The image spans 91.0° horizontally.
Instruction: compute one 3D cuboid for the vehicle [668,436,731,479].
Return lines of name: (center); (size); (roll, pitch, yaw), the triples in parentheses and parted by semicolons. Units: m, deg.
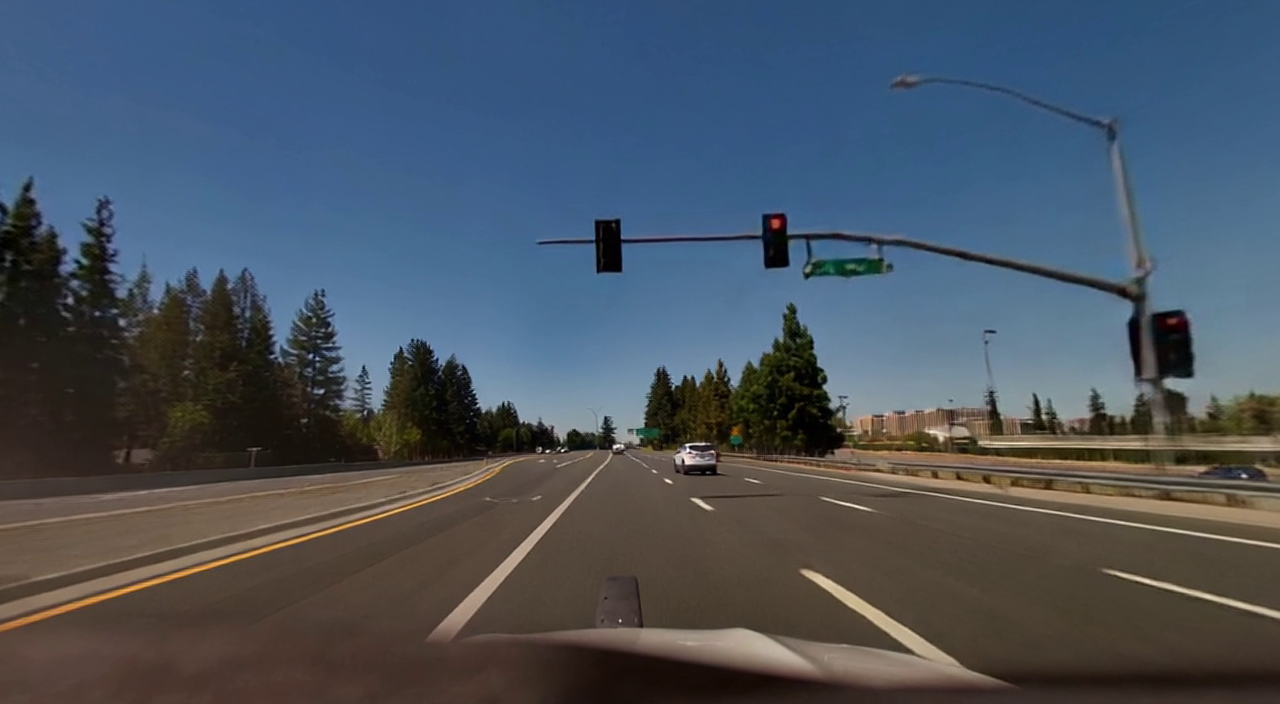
vehicle: (2.468, 4.545, 27.303); (2.066, 1.683, 4.675); (0, -9, -3)
